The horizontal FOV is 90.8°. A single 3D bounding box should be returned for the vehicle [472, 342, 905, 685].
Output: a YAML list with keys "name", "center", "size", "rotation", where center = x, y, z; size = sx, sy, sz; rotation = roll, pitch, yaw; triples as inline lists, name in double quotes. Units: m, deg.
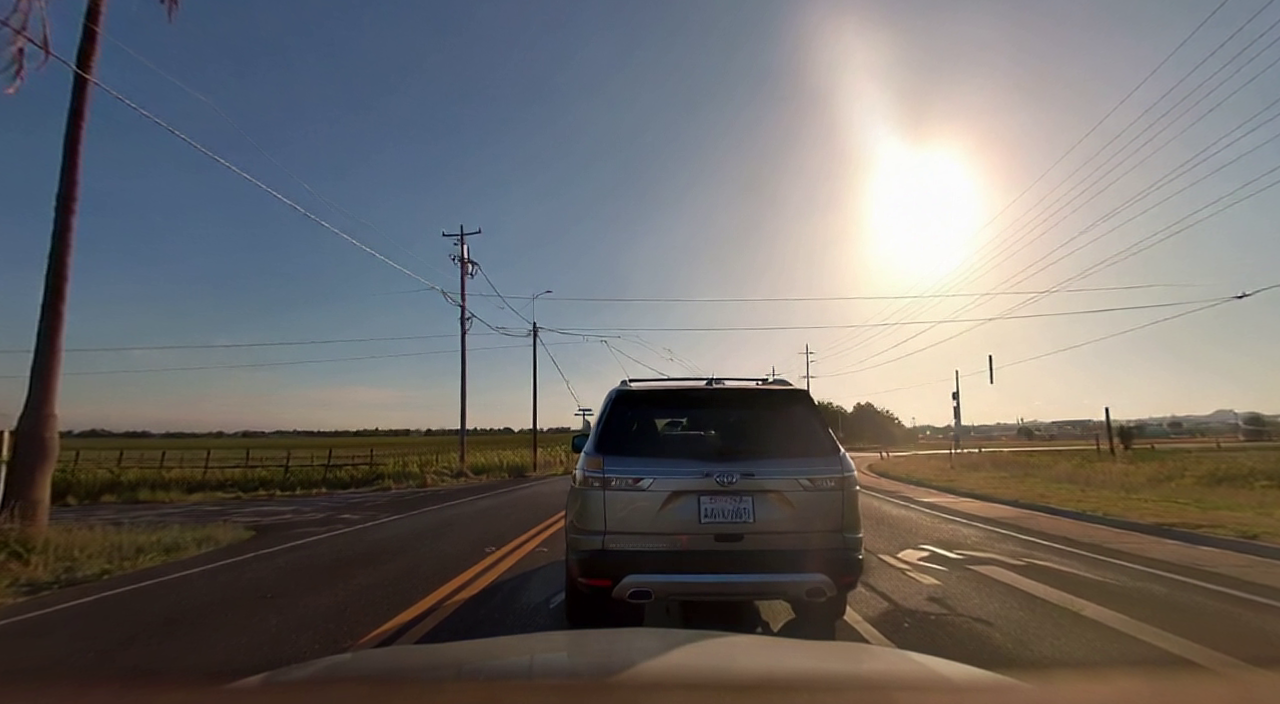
- name: "vehicle"
  center: [0.181, 1.205, 5.813]
  size: [2.364, 1.859, 4.538]
  rotation: [0, -9, -2]
